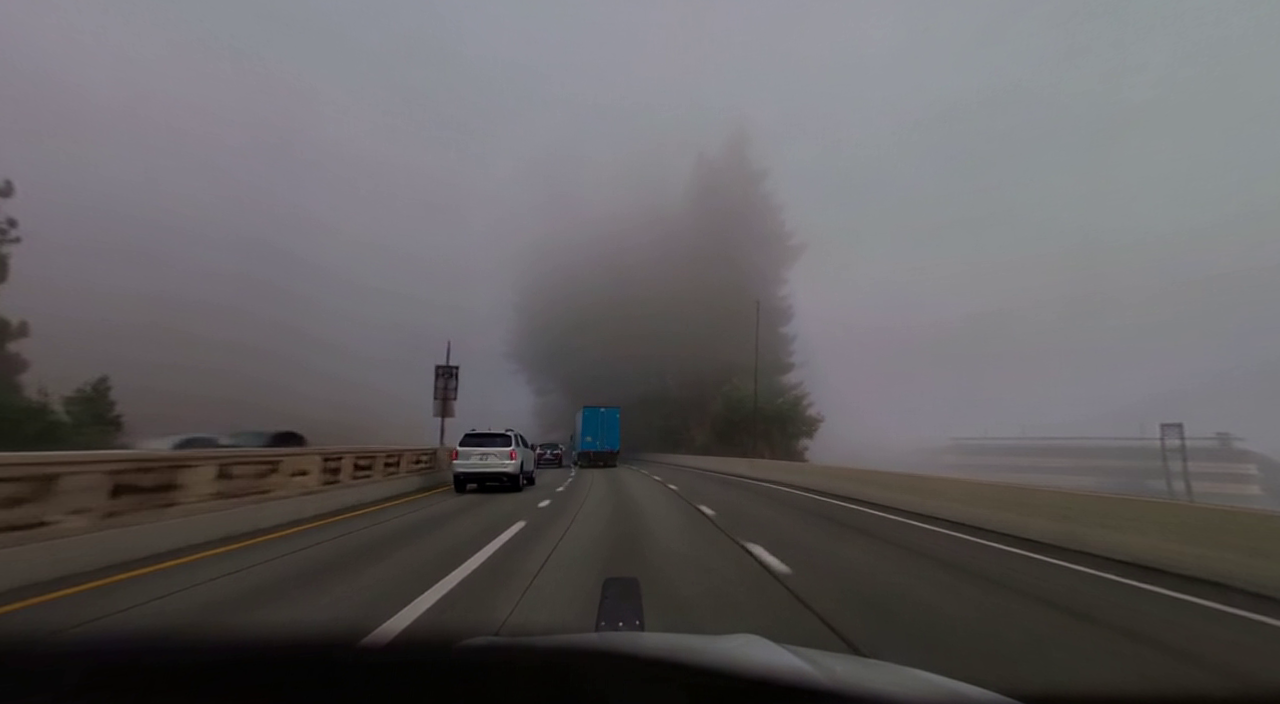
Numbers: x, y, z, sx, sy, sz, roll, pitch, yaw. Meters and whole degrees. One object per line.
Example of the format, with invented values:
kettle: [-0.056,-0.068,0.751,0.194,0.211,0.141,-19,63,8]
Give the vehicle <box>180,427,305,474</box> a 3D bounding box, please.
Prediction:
vehicle: [-13.881,3.493,22.332,1.829,1.490,4.148,1,-9,-2]

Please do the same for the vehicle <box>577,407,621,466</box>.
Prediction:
vehicle: [-3.293,6.740,49.643,2.959,3.975,12.918,1,-9,-4]

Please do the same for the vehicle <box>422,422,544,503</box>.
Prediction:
vehicle: [-3.745,2.732,15.925,2.041,1.734,4.391,1,-9,-2]

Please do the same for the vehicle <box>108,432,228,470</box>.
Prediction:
vehicle: [-20.386,4.309,27.479,1.926,1.488,4.413,1,-9,-2]
